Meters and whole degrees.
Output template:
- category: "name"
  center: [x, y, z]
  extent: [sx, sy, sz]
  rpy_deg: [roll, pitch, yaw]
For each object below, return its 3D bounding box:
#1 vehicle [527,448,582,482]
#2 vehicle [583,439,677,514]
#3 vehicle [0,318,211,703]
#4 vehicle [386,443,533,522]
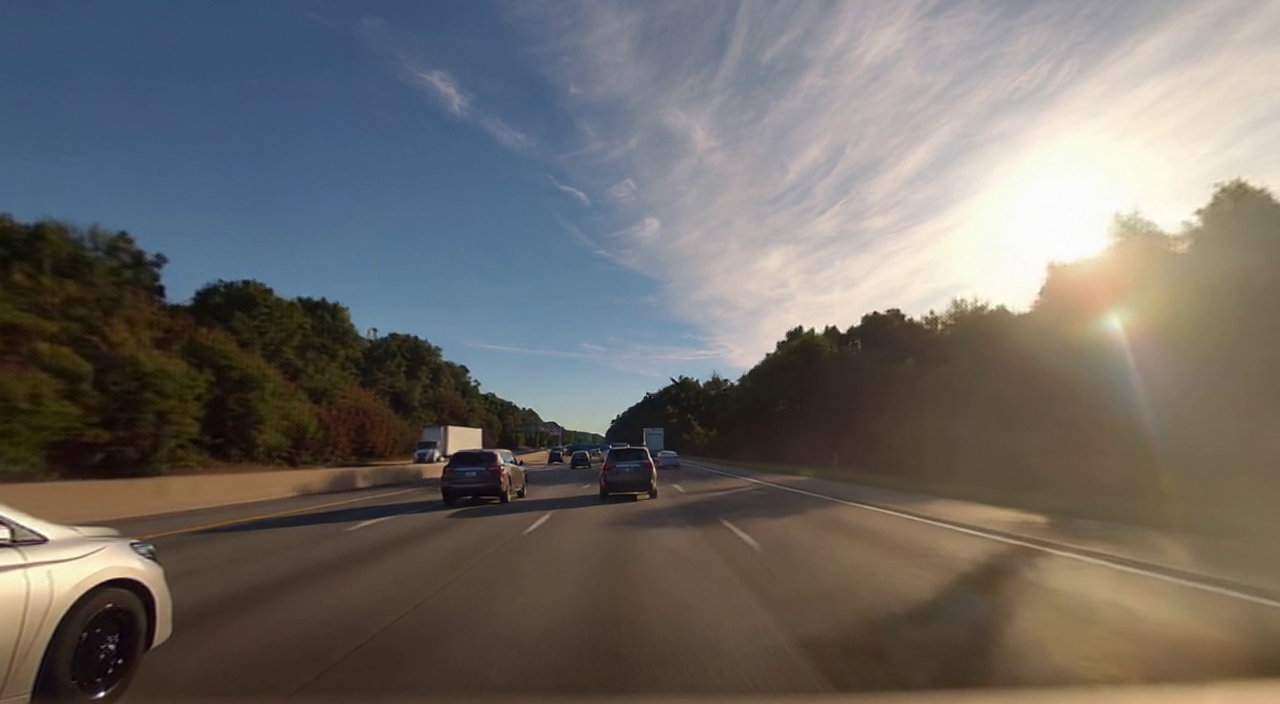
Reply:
- category: "vehicle"
  center: [-4.036, 5.394, 30.408]
  extent: [1.999, 1.484, 4.269]
  rpy_deg: [0, -9, 1]
- category: "vehicle"
  center: [-0.219, 2.923, 15.164]
  extent: [1.996, 1.574, 3.426]
  rpy_deg: [0, -9, 0]
- category: "vehicle"
  center: [-3.953, 0.612, 1.540]
  extent: [2.243, 1.889, 4.949]
  rpy_deg: [0, -9, 1]
- category: "vehicle"
  center: [-3.849, 2.856, 14.369]
  extent: [1.988, 1.501, 4.438]
  rpy_deg: [0, -9, 0]
